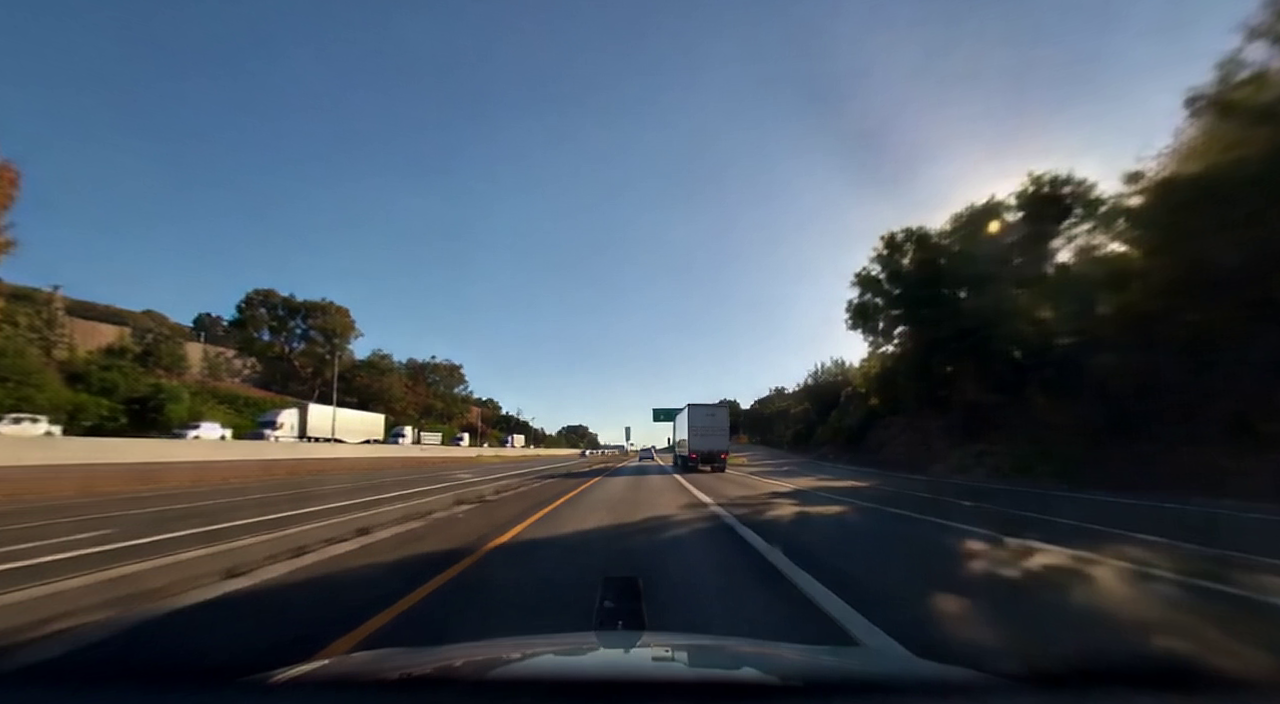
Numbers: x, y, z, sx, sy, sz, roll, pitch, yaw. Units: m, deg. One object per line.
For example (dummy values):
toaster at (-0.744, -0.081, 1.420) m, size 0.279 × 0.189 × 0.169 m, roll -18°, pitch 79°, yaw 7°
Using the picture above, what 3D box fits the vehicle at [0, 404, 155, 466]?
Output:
vehicle at (-42.346, 5.704, 42.973) m, size 14.024 × 4.015 × 3.011 m, roll 8°, pitch -12°, yaw -42°

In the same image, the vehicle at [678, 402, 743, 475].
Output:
vehicle at (4.433, 5.946, 42.706) m, size 3.185 × 4.154 × 12.638 m, roll -1°, pitch -9°, yaw 1°

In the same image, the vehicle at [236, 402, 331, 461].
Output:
vehicle at (-26.078, 5.945, 46.397) m, size 3.155 × 4.020 × 6.162 m, roll -1°, pitch -9°, yaw 1°
